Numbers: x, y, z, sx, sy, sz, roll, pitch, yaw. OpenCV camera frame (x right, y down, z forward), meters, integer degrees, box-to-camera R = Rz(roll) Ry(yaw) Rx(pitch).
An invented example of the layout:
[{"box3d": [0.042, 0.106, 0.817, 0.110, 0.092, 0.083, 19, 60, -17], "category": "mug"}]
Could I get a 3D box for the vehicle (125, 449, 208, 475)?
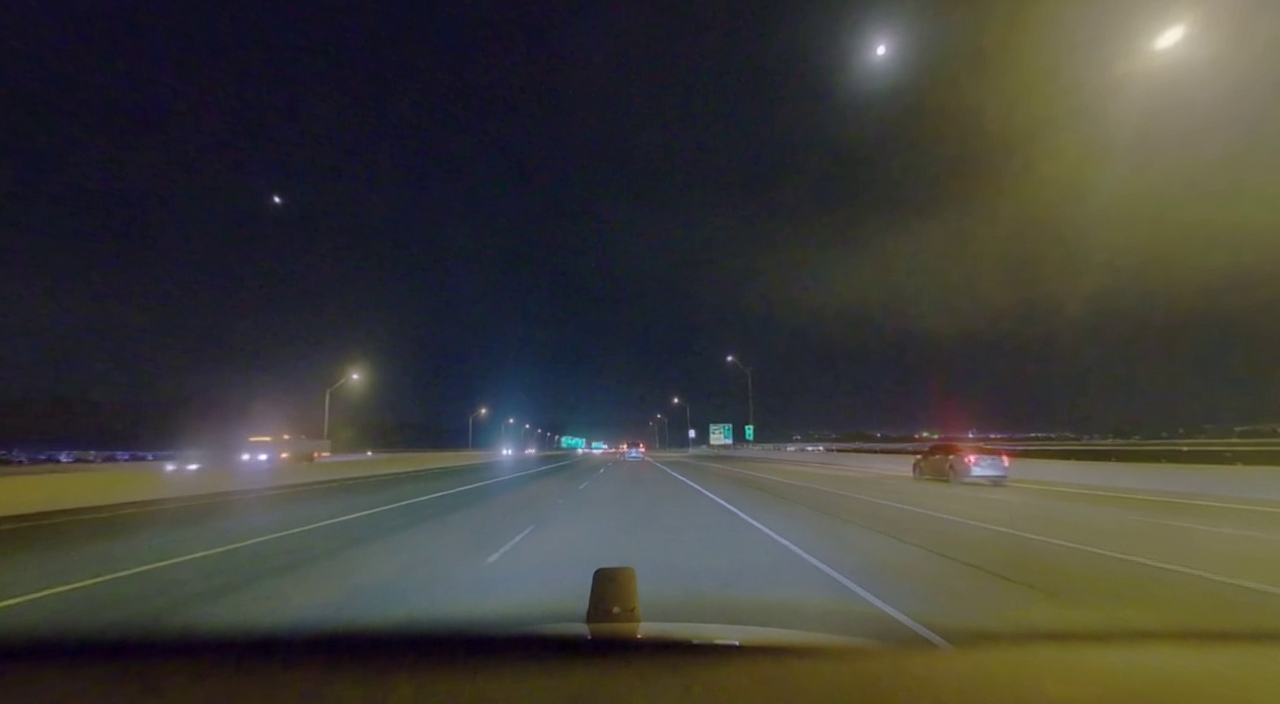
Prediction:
[{"box3d": [-32.048, 7.438, 42.983, 2.005, 1.638, 4.730, 0, -9, -1], "category": "vehicle"}]
